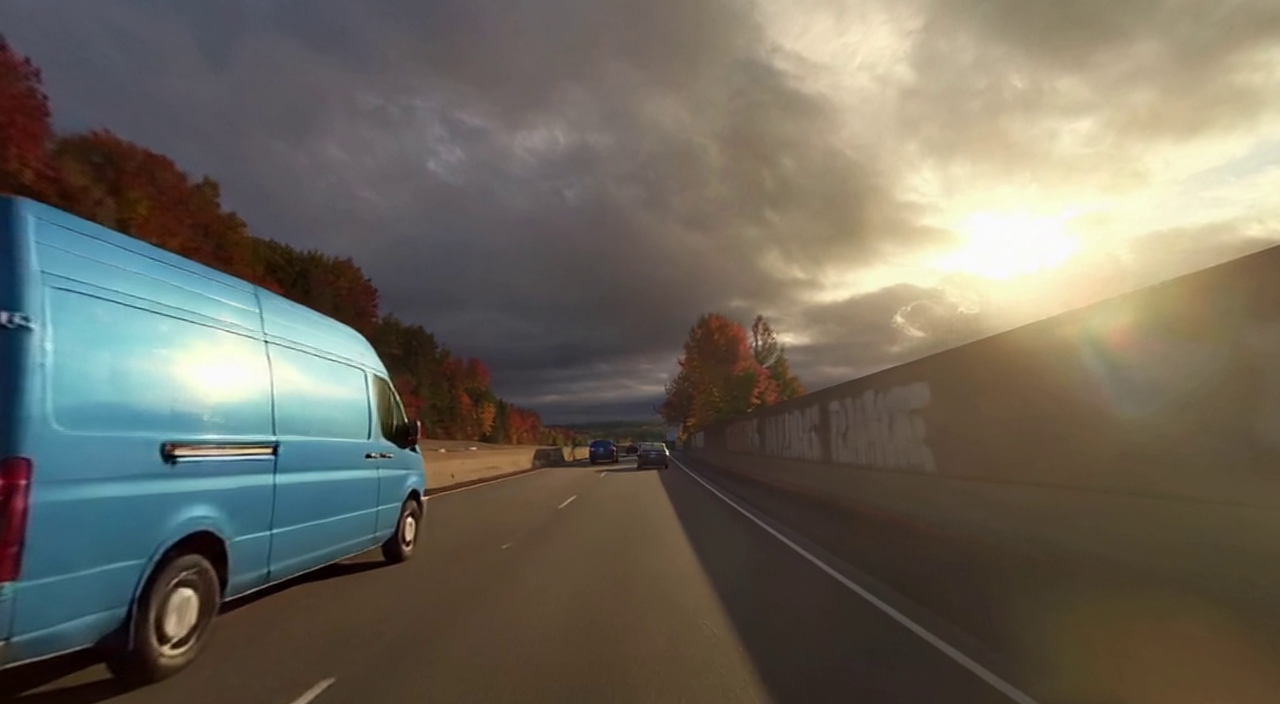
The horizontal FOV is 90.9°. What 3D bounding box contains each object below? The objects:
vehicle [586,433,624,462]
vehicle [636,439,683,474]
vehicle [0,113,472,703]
[{"bbox_3d":[-2.498,7.025,46.421,2.199,1.973,5.078,0,-8,3],"label":"vehicle"},{"bbox_3d":[0.894,4.850,29.498,2.071,1.487,3.948,0,-8,1],"label":"vehicle"},{"bbox_3d":[-3.564,0.747,5.648,2.297,2.687,6.317,0,-8,1],"label":"vehicle"}]
